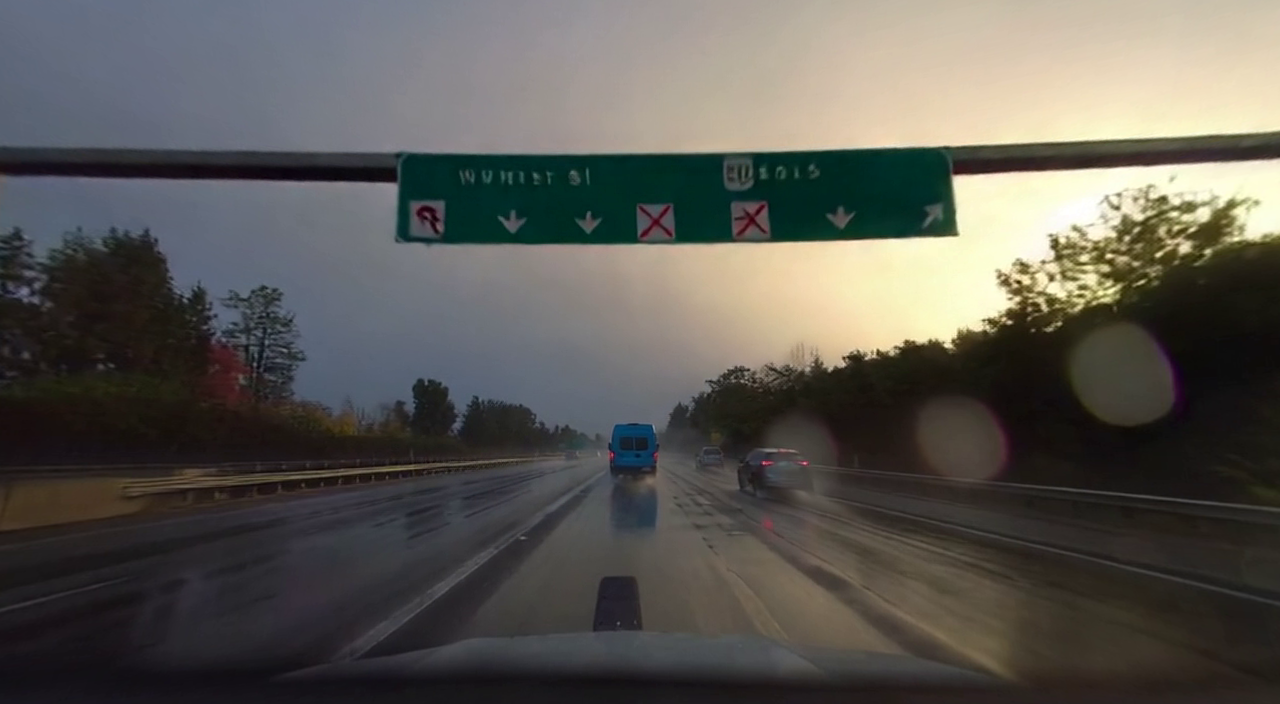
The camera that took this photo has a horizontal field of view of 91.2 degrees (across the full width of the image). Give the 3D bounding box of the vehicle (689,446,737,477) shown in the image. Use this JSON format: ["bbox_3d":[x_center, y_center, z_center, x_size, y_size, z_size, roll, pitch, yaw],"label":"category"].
[{"bbox_3d":[3.737,5.728,32.956,1.978,1.510,4.462,0,-9,0],"label":"vehicle"}]

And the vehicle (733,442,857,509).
[{"bbox_3d":[3.863,3.172,16.593,2.015,1.491,4.732,0,-9,-1],"label":"vehicle"}]

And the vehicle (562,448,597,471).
[{"bbox_3d":[-4.118,7.413,43.395,2.003,1.498,4.386,0,-9,-1],"label":"vehicle"}]

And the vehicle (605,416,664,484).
[{"bbox_3d":[-0.230,4.150,26.551,2.268,2.551,5.144,0,-9,0],"label":"vehicle"}]
